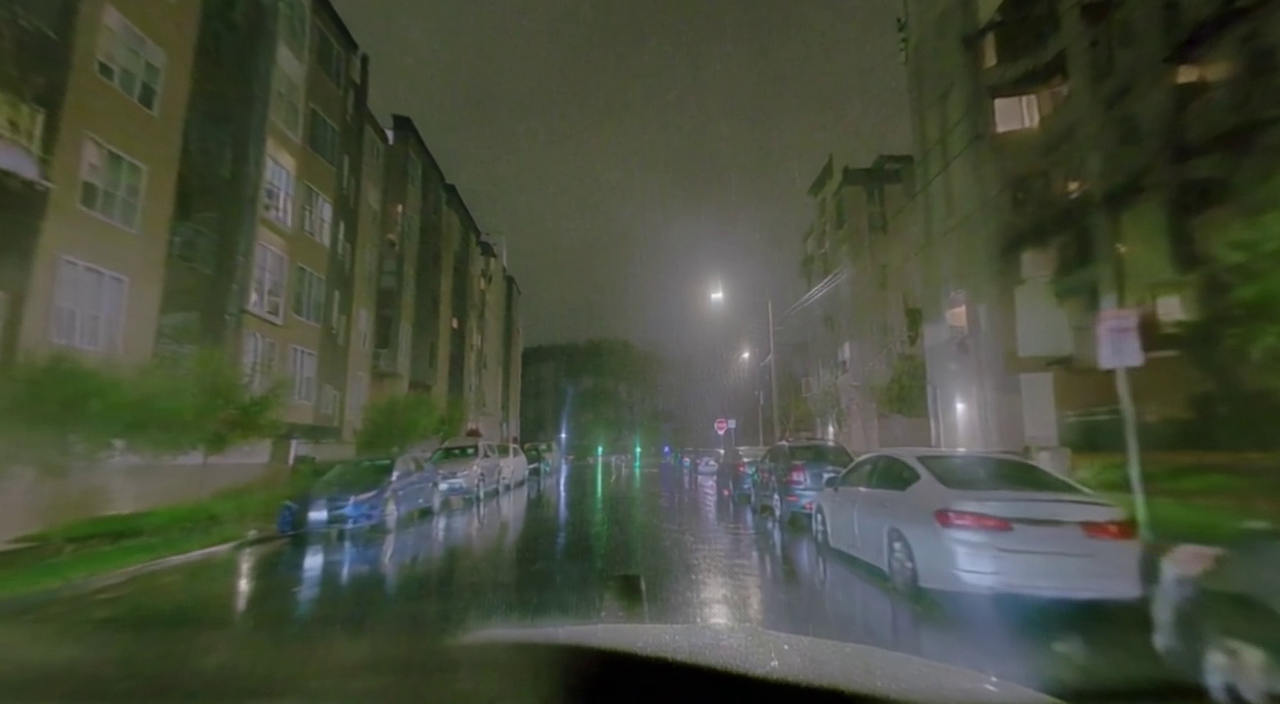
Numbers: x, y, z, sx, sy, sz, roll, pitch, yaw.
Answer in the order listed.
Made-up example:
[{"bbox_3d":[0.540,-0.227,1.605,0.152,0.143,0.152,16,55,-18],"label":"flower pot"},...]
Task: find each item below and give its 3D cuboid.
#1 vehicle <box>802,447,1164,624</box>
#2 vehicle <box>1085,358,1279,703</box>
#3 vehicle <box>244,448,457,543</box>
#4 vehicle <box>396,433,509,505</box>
[{"bbox_3d":[3.341,1.814,7.297,1.835,1.420,4.186,0,-9,0],"label":"vehicle"},{"bbox_3d":[3.647,0.714,1.321,2.063,1.729,4.538,0,-9,0],"label":"vehicle"},{"bbox_3d":[-5.441,2.724,12.826,2.119,1.500,4.953,0,-8,-2],"label":"vehicle"},{"bbox_3d":[-5.619,3.558,19.661,2.216,1.953,4.553,0,-8,-2],"label":"vehicle"}]
